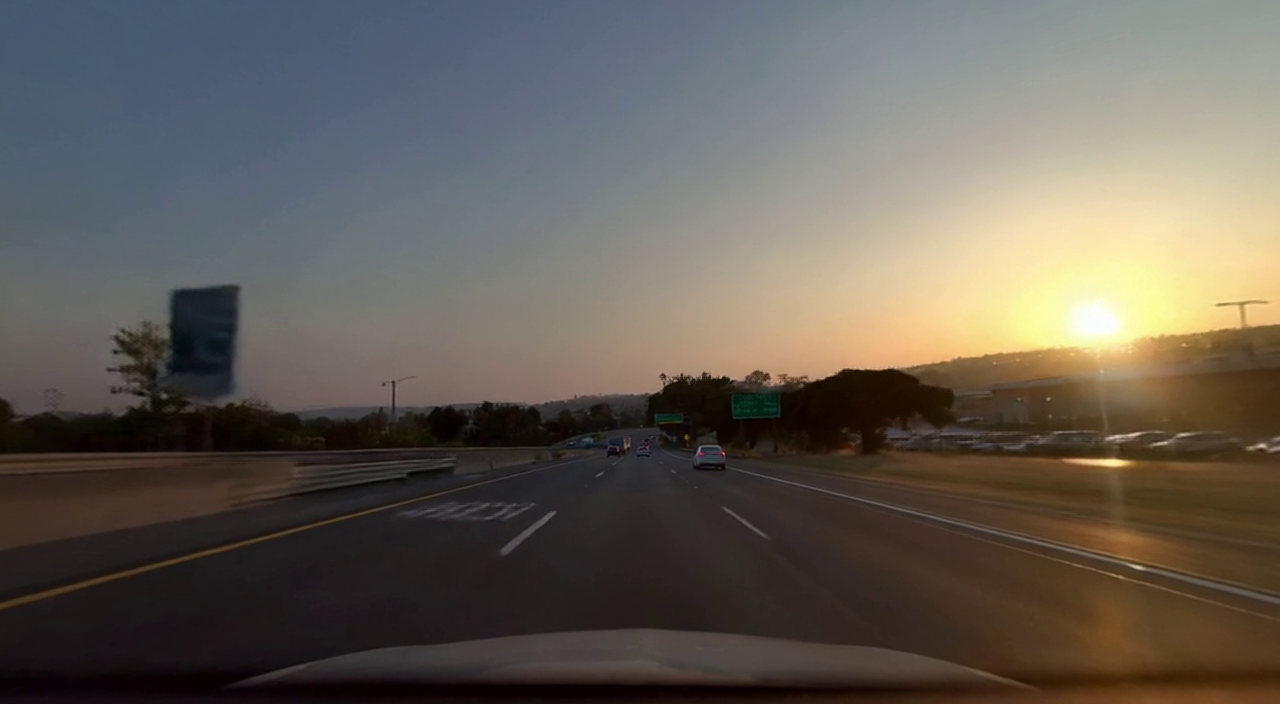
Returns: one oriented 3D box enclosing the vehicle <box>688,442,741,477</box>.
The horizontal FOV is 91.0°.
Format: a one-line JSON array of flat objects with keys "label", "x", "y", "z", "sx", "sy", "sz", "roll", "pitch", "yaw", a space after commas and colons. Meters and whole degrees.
[{"label": "vehicle", "x": 3.583, "y": 5.267, "z": 31.167, "sx": 2.085, "sy": 1.594, "sz": 4.848, "roll": 0, "pitch": -9, "yaw": 1}]
